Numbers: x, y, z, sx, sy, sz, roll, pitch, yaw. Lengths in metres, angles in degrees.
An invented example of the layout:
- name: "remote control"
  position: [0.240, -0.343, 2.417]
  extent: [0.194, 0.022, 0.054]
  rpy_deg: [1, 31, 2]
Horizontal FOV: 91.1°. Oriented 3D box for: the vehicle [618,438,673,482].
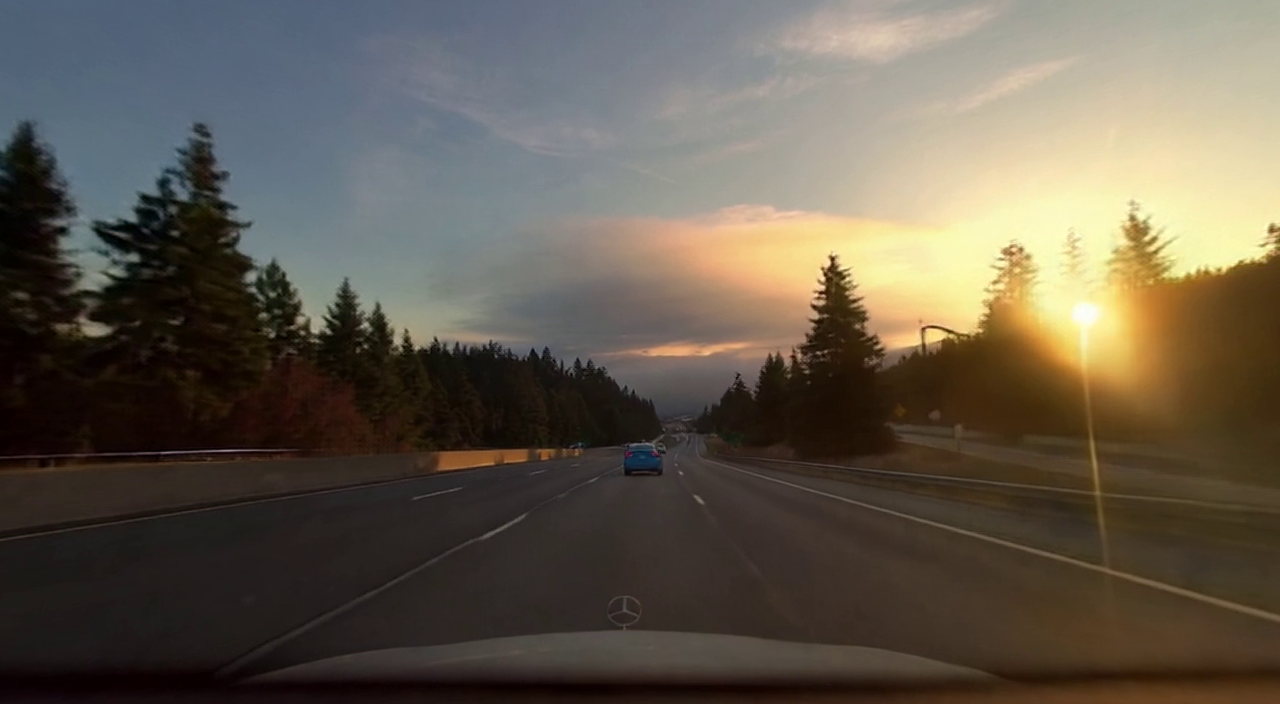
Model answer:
- name: "vehicle"
  position: [0.323, 4.549, 26.704]
  extent: [2.133, 1.686, 4.203]
  rpy_deg: [-1, -8, 3]
